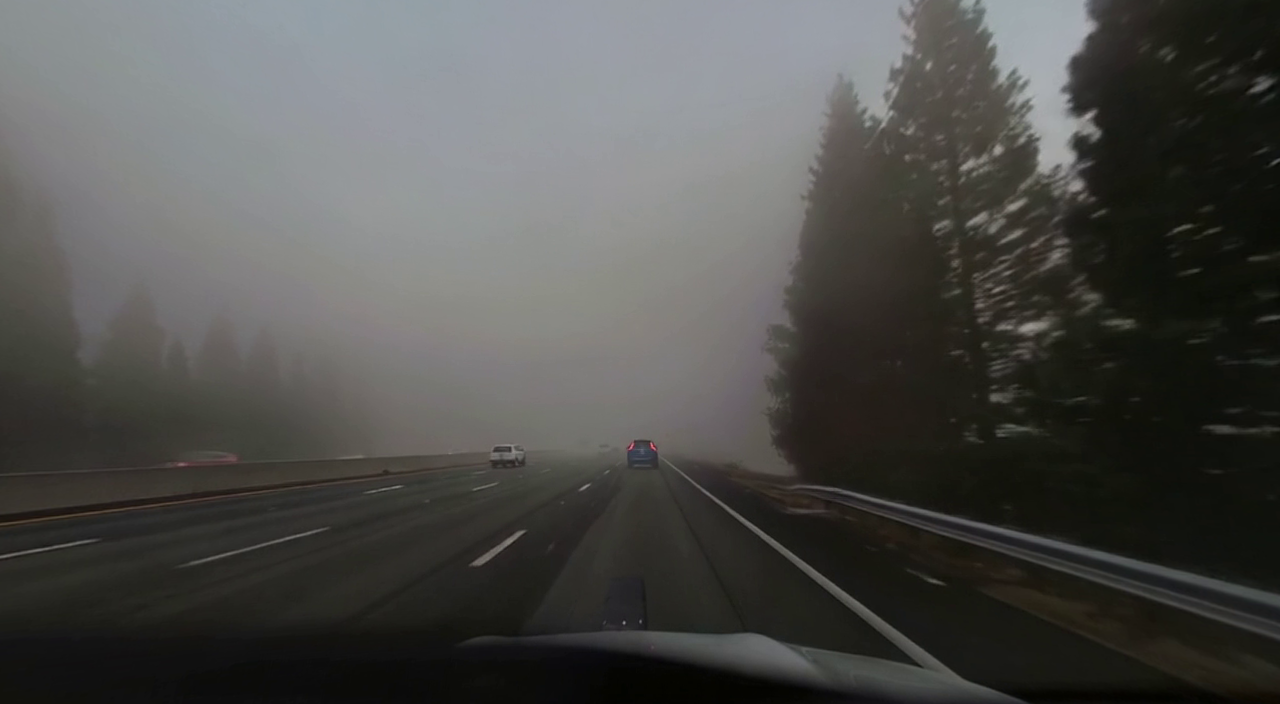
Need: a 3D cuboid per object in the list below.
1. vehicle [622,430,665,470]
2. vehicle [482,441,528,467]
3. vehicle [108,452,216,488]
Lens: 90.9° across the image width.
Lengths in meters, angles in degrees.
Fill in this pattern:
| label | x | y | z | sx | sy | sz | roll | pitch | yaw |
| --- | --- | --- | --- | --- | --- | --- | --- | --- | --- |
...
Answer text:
| label | x | y | z | sx | sy | sz | roll | pitch | yaw |
| --- | --- | --- | --- | --- | --- | --- | --- | --- | --- |
| vehicle | 0.171 | 5.666 | 36.642 | 2.318 | 2.145 | 4.561 | 0 | -8 | 0 |
| vehicle | -9.836 | 7.482 | 46.404 | 2.204 | 1.770 | 5.016 | -1 | -8 | 1 |
| vehicle | -23.652 | 5.826 | 31.467 | 2.009 | 1.556 | 4.207 | -1 | -8 | 1 |
